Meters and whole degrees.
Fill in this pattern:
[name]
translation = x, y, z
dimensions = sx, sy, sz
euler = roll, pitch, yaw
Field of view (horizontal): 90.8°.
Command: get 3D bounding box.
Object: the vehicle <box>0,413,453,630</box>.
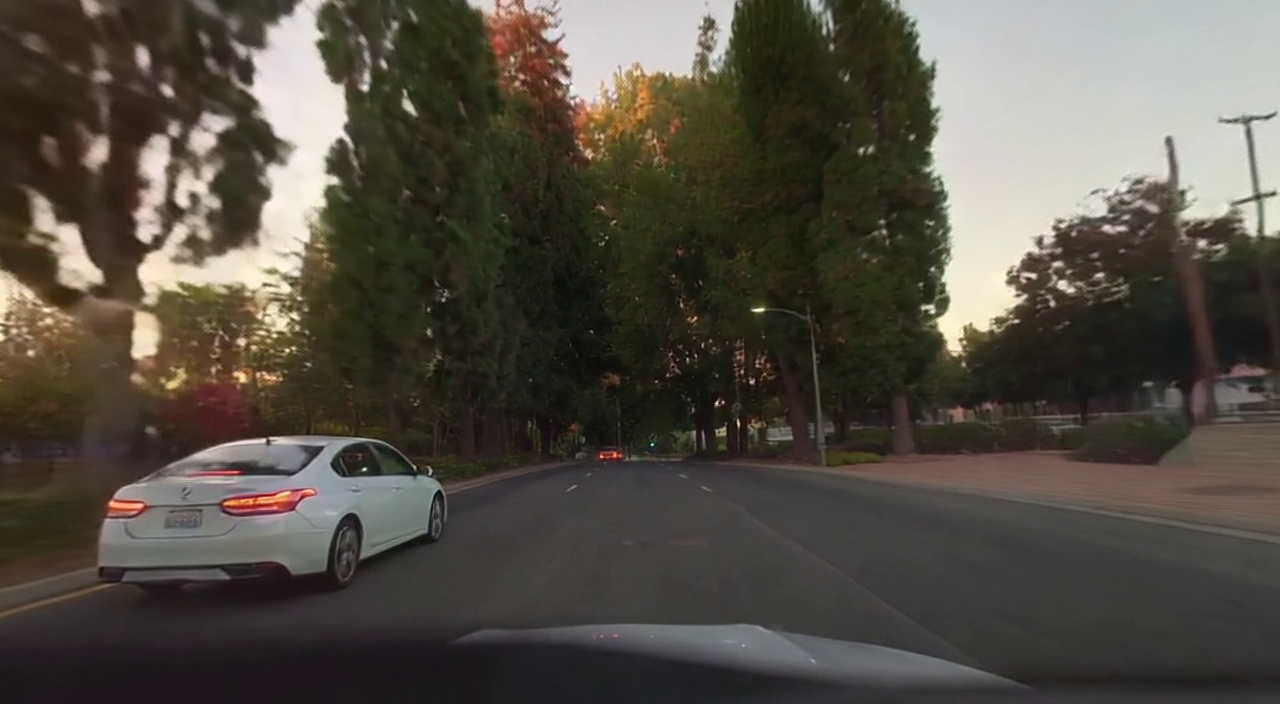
[vehicle]
translation = -3.626, 1.526, 6.699
dimensions = 1.915, 1.521, 4.283
euler = 0, -8, 1
